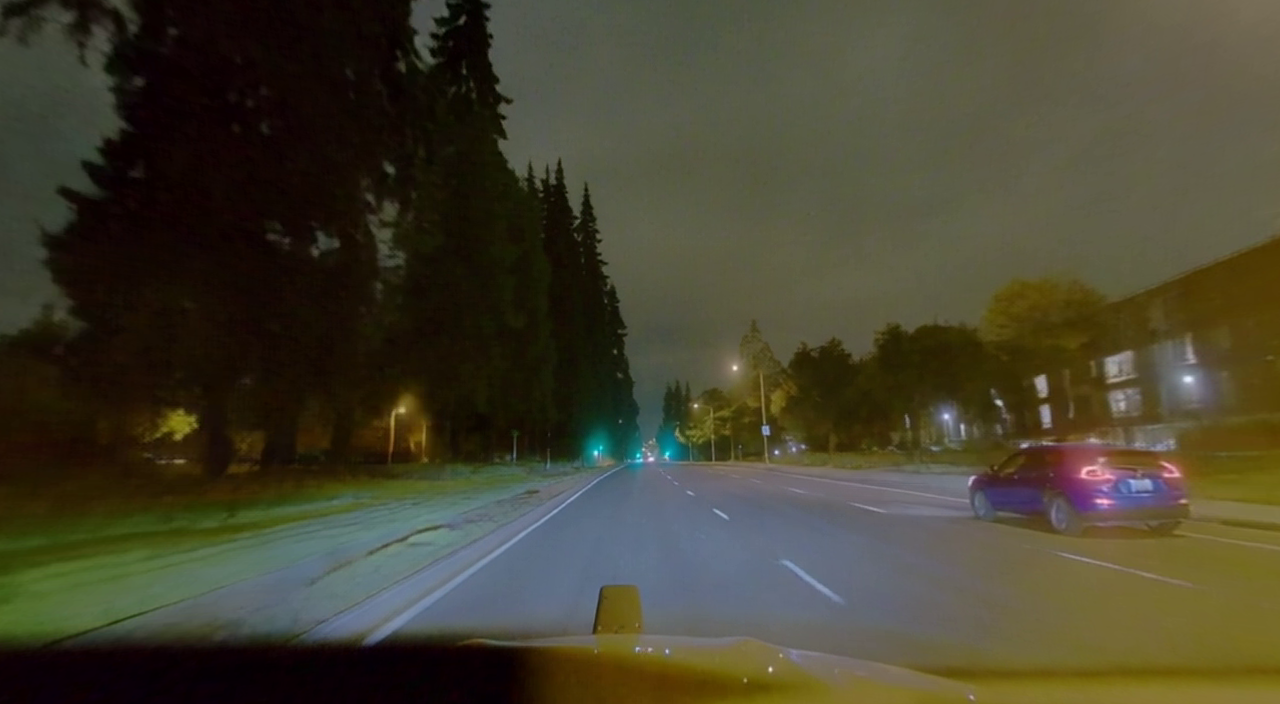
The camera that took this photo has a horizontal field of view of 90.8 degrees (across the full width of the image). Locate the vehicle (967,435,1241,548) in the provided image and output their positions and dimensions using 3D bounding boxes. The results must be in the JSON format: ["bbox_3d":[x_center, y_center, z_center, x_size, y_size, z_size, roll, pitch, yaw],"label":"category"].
[{"bbox_3d":[7.254,2.172,10.403,1.797,1.518,3.433,0,-9,-1],"label":"vehicle"}]
